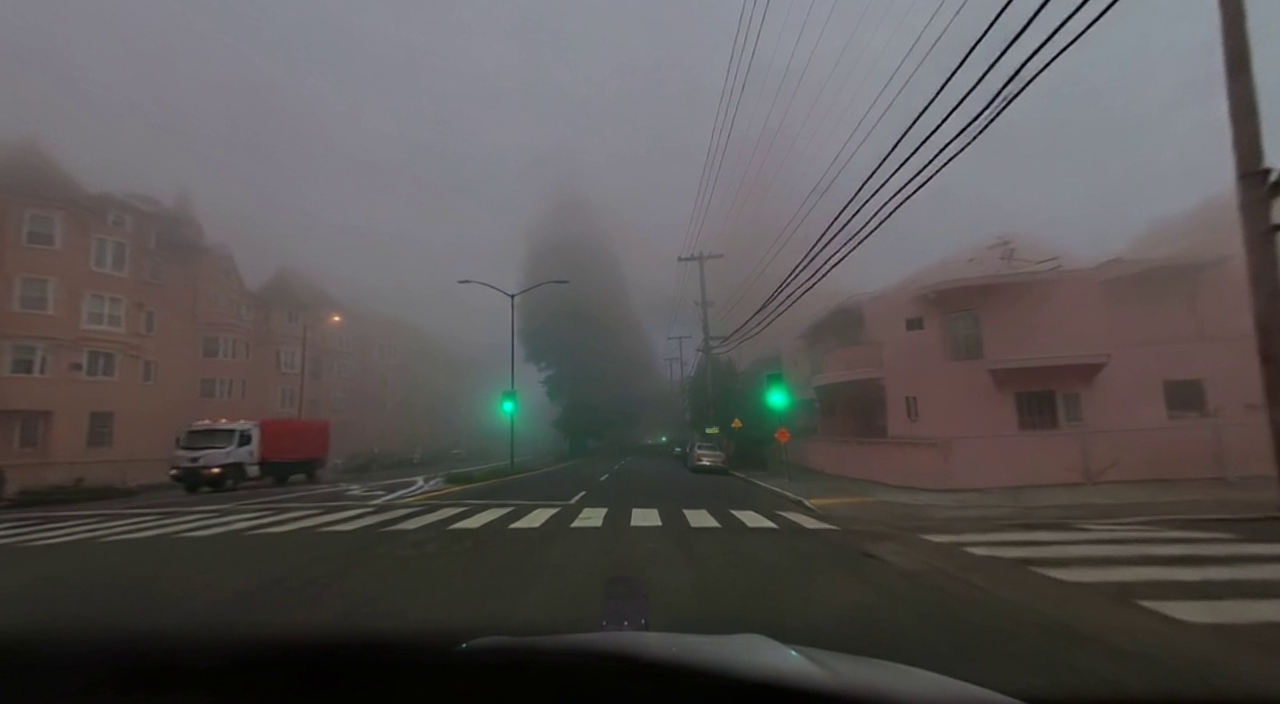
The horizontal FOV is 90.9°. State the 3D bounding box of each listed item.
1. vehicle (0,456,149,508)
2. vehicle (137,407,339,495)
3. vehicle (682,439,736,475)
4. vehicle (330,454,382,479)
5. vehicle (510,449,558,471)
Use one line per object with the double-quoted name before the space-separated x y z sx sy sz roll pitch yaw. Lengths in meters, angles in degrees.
"vehicle" -19.295 4.300 21.310 1.751 1.487 4.514 0 -9 -1
"vehicle" -16.169 4.116 26.354 2.979 3.071 7.978 0 -9 1
"vehicle" 3.124 4.862 29.361 1.986 1.491 4.500 0 -9 0
"vehicle" -18.686 7.516 41.582 1.652 1.478 3.682 0 -8 1
"vehicle" -5.954 6.104 35.636 1.925 1.016 2.951 -2 -6 6
